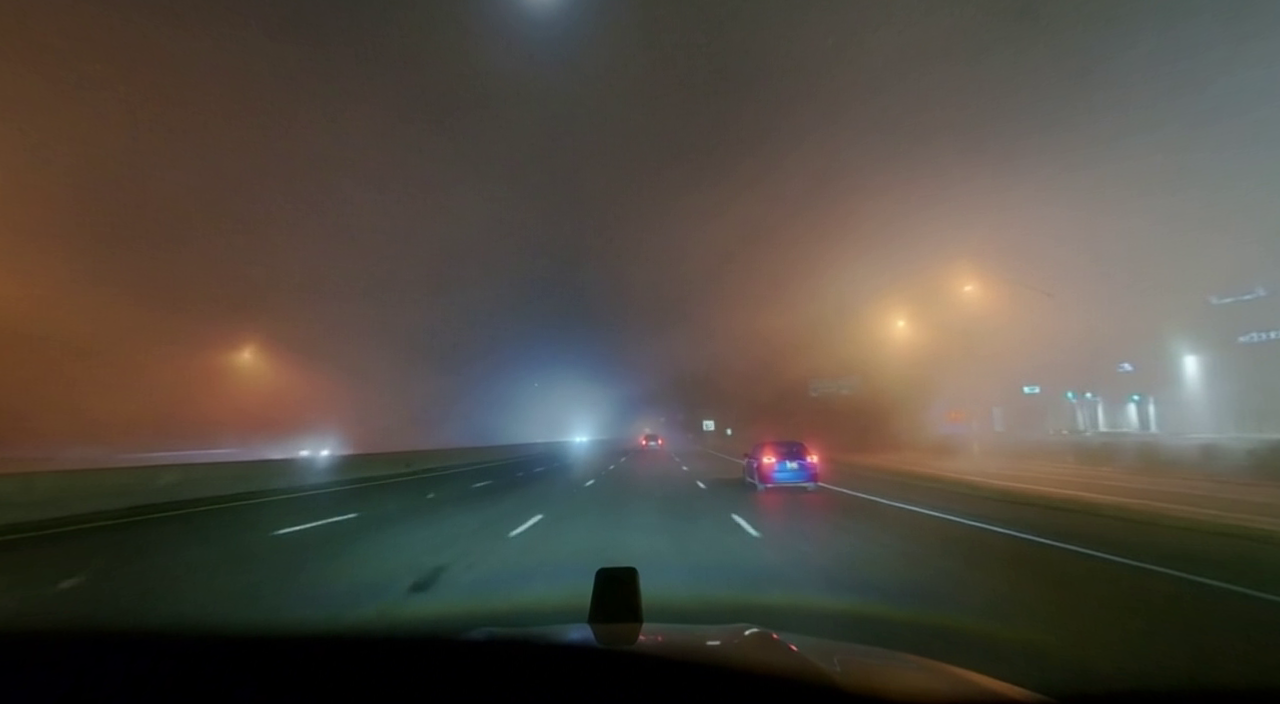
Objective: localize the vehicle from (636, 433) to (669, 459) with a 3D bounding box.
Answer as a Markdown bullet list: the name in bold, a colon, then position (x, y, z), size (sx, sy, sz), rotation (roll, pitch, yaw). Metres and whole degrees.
- **vehicle**: position (0.855, 6.582, 44.074), size (2.127, 1.692, 4.382), rotation (0, -9, 1)

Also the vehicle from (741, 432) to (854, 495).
- **vehicle**: position (4.252, 3.095, 17.902), size (2.029, 1.528, 4.644), rotation (0, -9, 0)

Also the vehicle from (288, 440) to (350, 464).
- **vehicle**: position (-23.881, 7.449, 47.207), size (1.937, 1.623, 4.882), rotation (0, -9, 2)
